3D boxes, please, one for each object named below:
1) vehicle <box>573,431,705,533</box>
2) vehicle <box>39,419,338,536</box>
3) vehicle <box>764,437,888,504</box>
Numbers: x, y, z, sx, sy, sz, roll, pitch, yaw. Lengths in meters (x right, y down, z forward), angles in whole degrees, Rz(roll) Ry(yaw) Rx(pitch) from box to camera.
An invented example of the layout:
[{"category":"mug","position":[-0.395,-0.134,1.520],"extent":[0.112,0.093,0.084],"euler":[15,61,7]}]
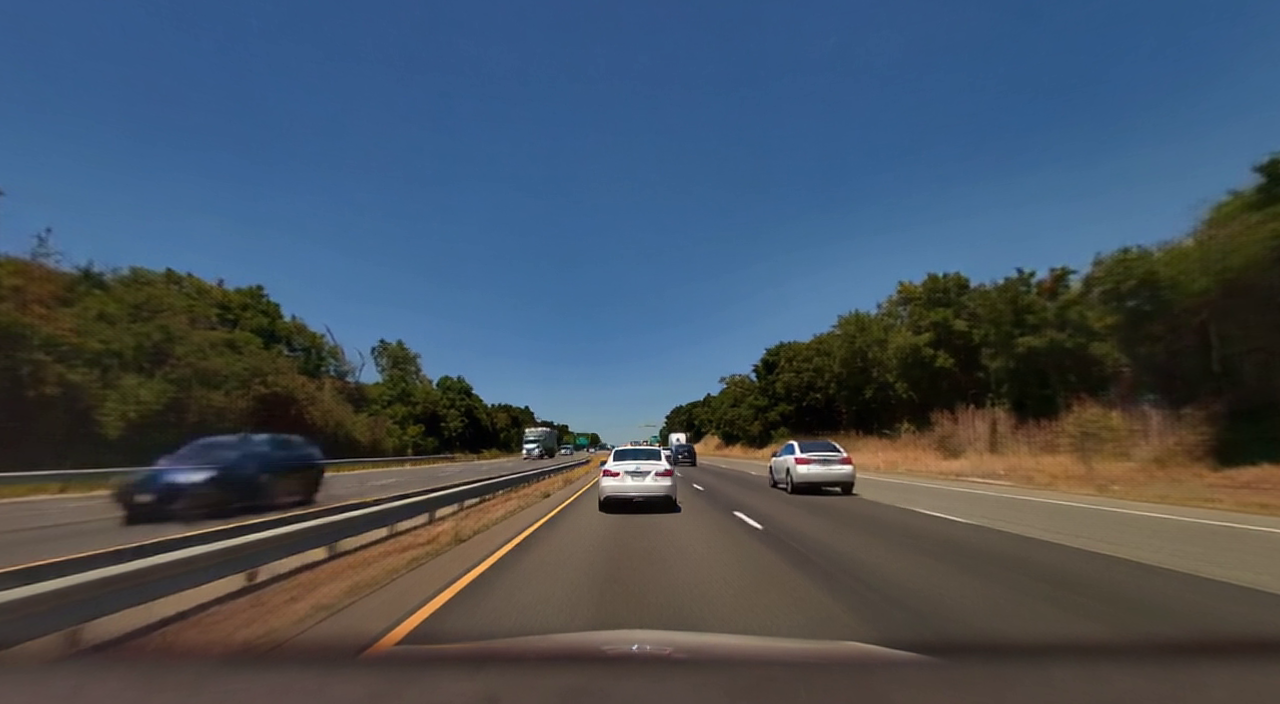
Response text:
[{"category":"vehicle","position":[-0.060,2.349,11.848],"extent":[2.088,1.580,3.657],"euler":[0,-9,-1]},{"category":"vehicle","position":[-8.639,2.446,12.923],"extent":[2.178,1.875,5.264],"euler":[0,-9,0]},{"category":"vehicle","position":[4.648,3.013,16.377],"extent":[1.931,1.516,3.995],"euler":[0,-9,-1]}]
